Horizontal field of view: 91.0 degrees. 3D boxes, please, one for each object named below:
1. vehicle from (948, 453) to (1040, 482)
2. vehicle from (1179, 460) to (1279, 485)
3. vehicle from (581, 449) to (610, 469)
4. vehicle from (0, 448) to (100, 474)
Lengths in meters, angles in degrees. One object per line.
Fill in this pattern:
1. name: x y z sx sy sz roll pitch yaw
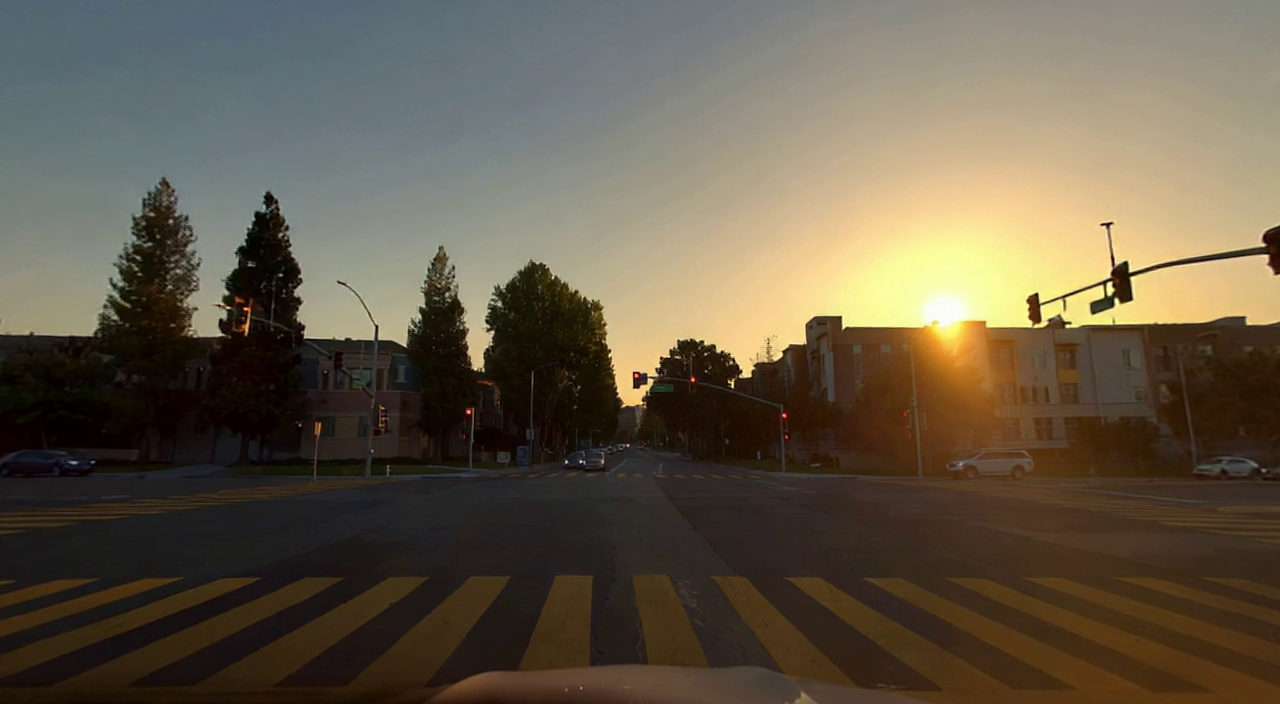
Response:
1. vehicle: 21.091 6.879 37.593 4.447 1.623 1.801 0 -9 -3
2. vehicle: 36.213 7.312 38.308 4.976 1.428 1.929 0 -9 -2
3. vehicle: -3.458 8.361 49.225 1.908 1.441 4.142 0 -8 1
4. vehicle: -35.150 6.415 37.181 4.741 1.447 1.807 0 -9 0
